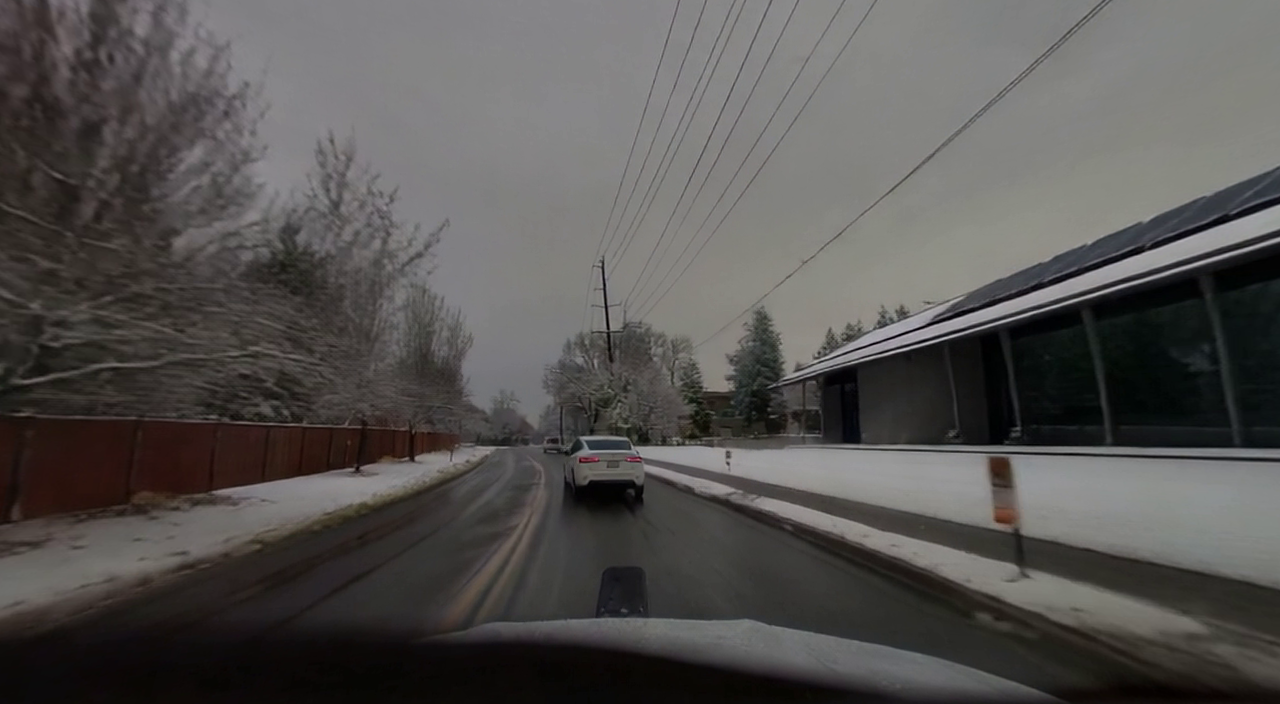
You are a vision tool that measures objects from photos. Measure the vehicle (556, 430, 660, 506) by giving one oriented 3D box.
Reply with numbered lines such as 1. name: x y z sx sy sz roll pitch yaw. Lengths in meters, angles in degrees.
1. vehicle: -0.844 2.630 14.603 2.060 1.487 3.920 1 -9 -6
